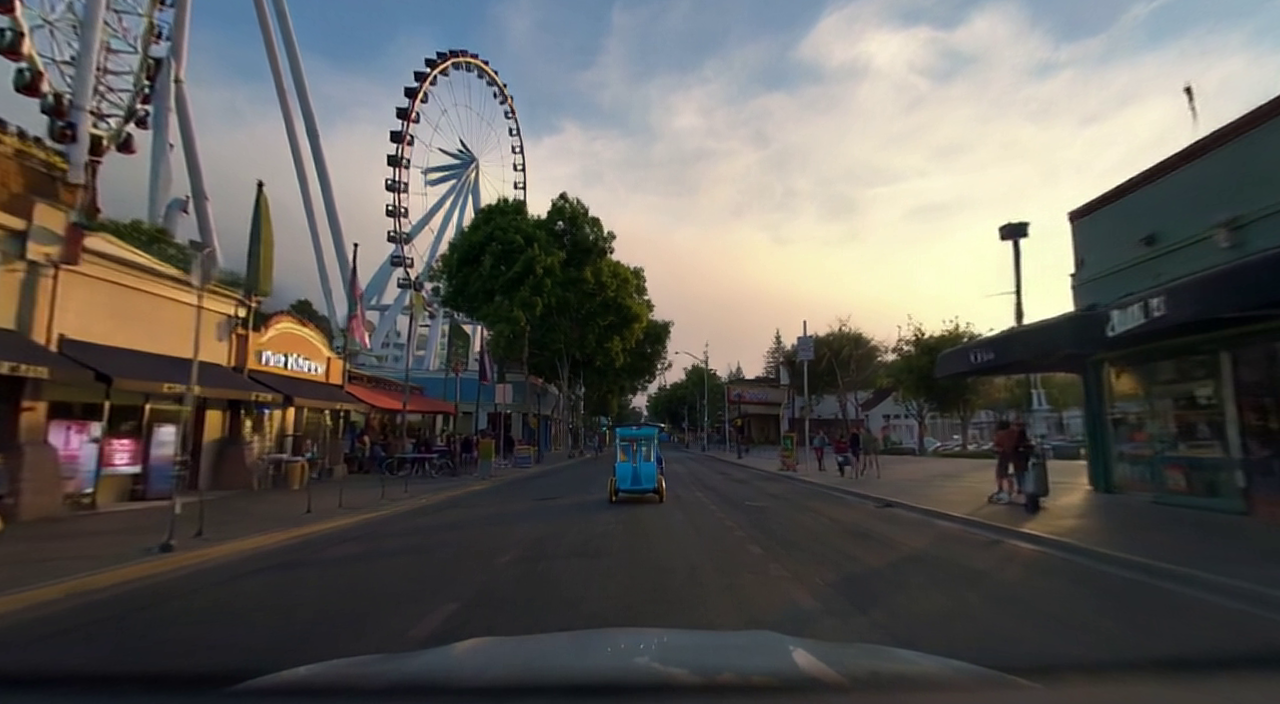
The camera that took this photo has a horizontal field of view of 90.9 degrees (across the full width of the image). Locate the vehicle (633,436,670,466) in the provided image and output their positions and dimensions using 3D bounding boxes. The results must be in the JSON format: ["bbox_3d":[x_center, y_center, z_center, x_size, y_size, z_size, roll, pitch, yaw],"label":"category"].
[{"bbox_3d":[0.746,6.310,40.362,2.221,1.773,4.228,-1,-9,1],"label":"vehicle"}]
